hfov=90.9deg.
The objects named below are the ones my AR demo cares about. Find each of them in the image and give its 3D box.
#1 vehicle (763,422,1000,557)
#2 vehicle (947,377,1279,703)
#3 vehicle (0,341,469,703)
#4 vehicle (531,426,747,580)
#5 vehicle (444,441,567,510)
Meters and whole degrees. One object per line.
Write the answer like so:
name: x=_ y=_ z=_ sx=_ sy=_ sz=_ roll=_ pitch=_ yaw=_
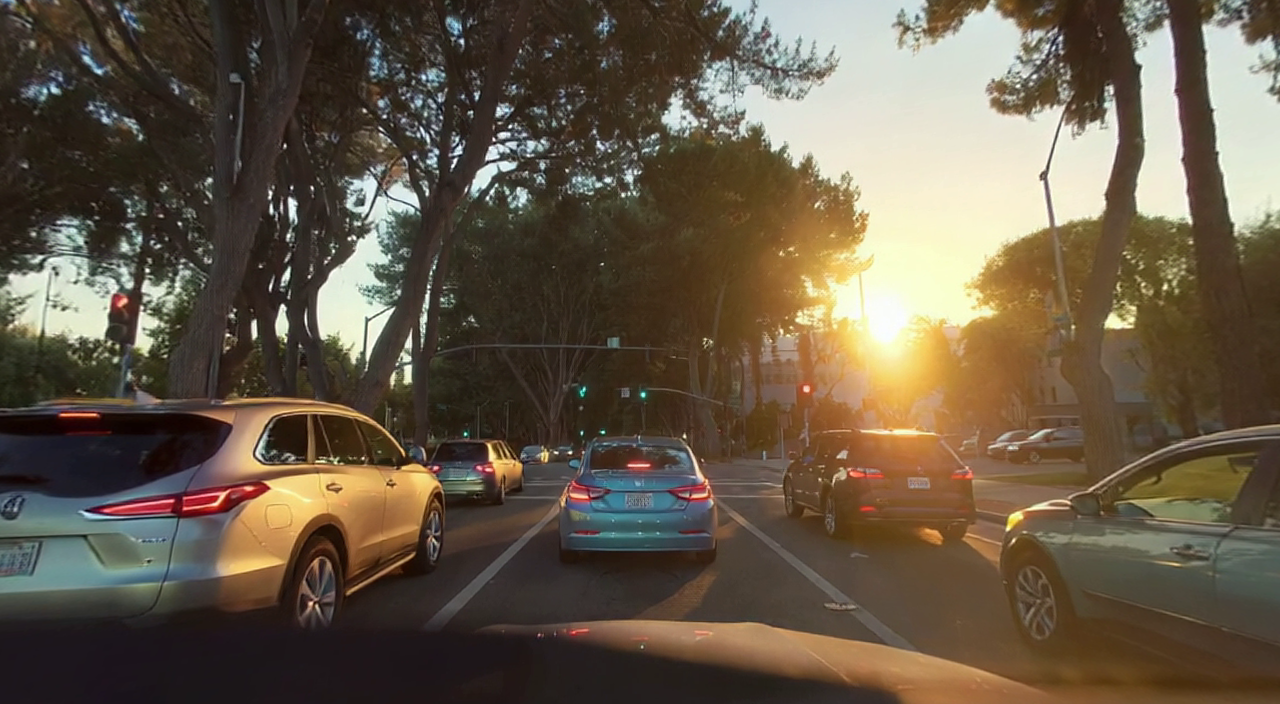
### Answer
vehicle: x=3.409 y=2.024 z=10.013 sx=2.040 sy=1.647 sz=4.379 roll=0 pitch=-9 yaw=0
vehicle: x=3.322 y=0.965 z=2.832 sx=1.899 sy=1.588 sz=3.888 roll=0 pitch=-9 yaw=0
vehicle: x=-3.146 y=1.166 z=5.051 sx=2.168 sy=1.750 sz=4.625 roll=-1 pitch=-9 yaw=1
vehicle: x=-0.036 y=1.804 z=8.328 sx=2.147 sy=1.507 sz=3.953 roll=0 pitch=-8 yaw=-1
vehicle: x=-3.058 y=2.903 z=15.315 sx=1.975 sy=1.420 sz=4.196 roll=-1 pitch=-9 yaw=1
